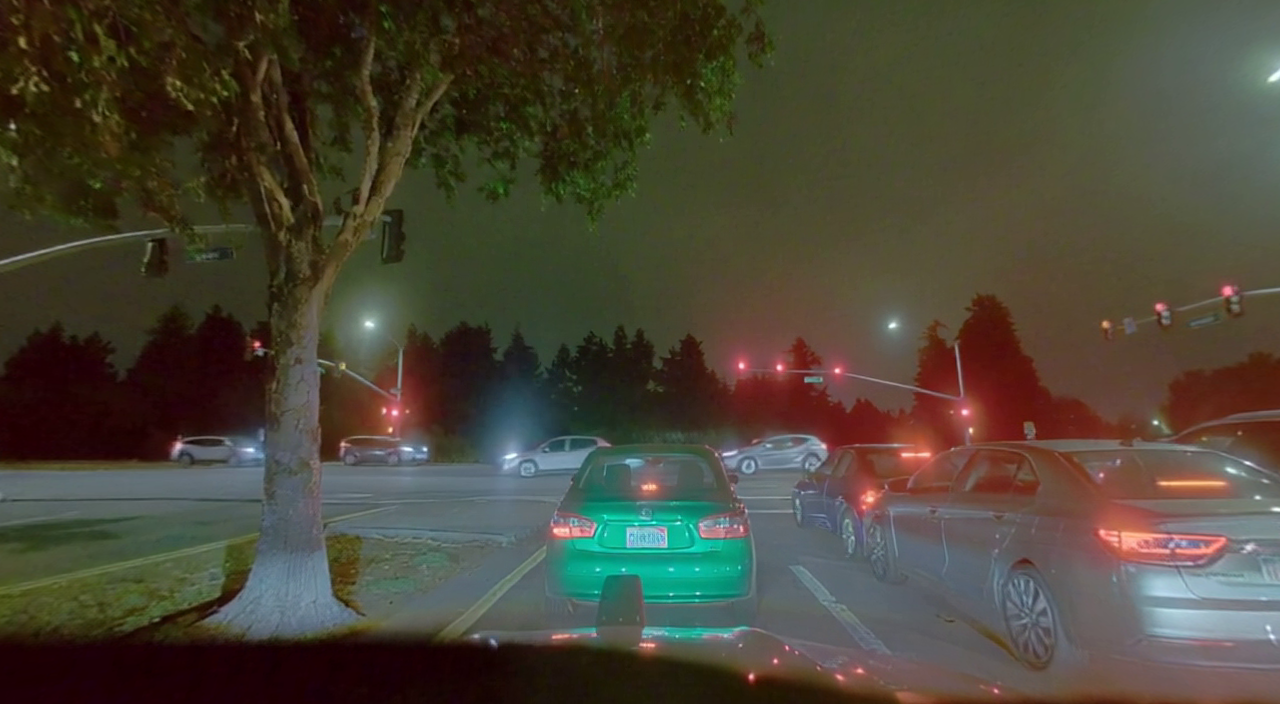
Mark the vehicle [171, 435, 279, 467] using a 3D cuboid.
[{"bbox_3d":[-21.810,5.227,33.331,4.416,1.597,1.887,-1,-9,4],"label":"vehicle"}]

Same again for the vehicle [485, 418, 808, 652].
[{"bbox_3d":[0.036,1.471,6.143,2.026,1.458,4.175,0,-9,0],"label":"vehicle"}]

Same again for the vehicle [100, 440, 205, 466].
[{"bbox_3d":[-28.688,5.959,37.243,4.615,1.463,2.016,-1,-9,5],"label":"vehicle"}]

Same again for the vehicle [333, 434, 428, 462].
[{"bbox_3d":[-15.287,5.656,37.405,4.754,1.583,1.954,1,-9,-7],"label":"vehicle"}]

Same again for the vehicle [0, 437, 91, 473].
[{"bbox_3d":[-29.782,4.988,30.734,4.517,1.637,1.935,-1,-9,7],"label":"vehicle"}]

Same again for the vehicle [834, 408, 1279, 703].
[{"bbox_3d":[3.106,1.301,4.842,1.861,1.479,4.371,0,-9,0],"label":"vehicle"}]
